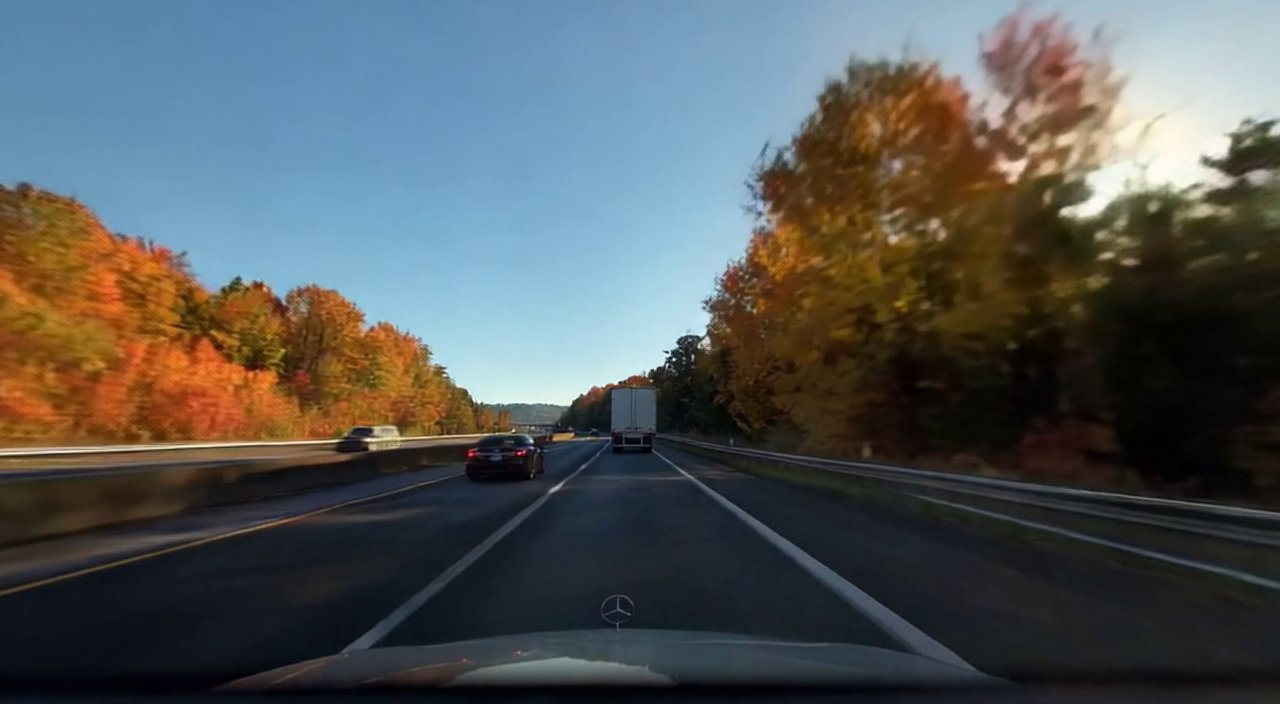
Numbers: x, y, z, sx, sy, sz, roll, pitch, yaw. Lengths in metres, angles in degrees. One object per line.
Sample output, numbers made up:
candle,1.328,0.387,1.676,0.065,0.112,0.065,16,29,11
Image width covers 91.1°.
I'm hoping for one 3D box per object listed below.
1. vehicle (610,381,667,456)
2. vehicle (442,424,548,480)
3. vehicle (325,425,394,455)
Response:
vehicle,-0.325,4.331,39.503,3.013,4.016,11.496,0,-8,-2
vehicle,-4.253,3.006,19.230,2.217,1.495,4.245,0,-8,0
vehicle,-15.424,4.838,34.782,1.852,1.549,4.211,0,-8,0
